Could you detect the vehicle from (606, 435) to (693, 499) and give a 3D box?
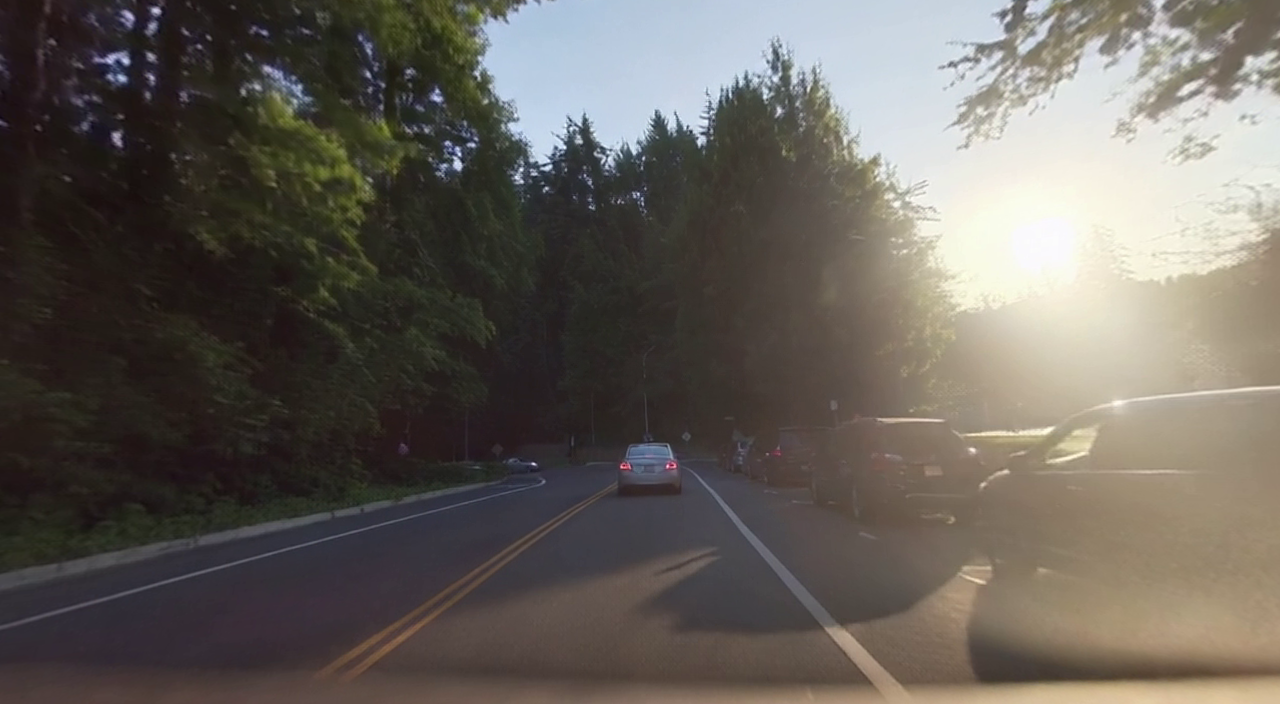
[{"bbox_3d":[0.290,3.034,17.109,2.078,1.521,4.058,0,-8,2],"label":"vehicle"}]

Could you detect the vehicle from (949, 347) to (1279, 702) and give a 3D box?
[{"bbox_3d":[4.162,0.997,4.162,1.969,1.738,4.515,0,-8,1],"label":"vehicle"}]

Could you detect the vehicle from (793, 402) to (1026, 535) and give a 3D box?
[{"bbox_3d":[4.263,1.920,10.978,2.093,1.822,4.483,0,-8,1],"label":"vehicle"}]
